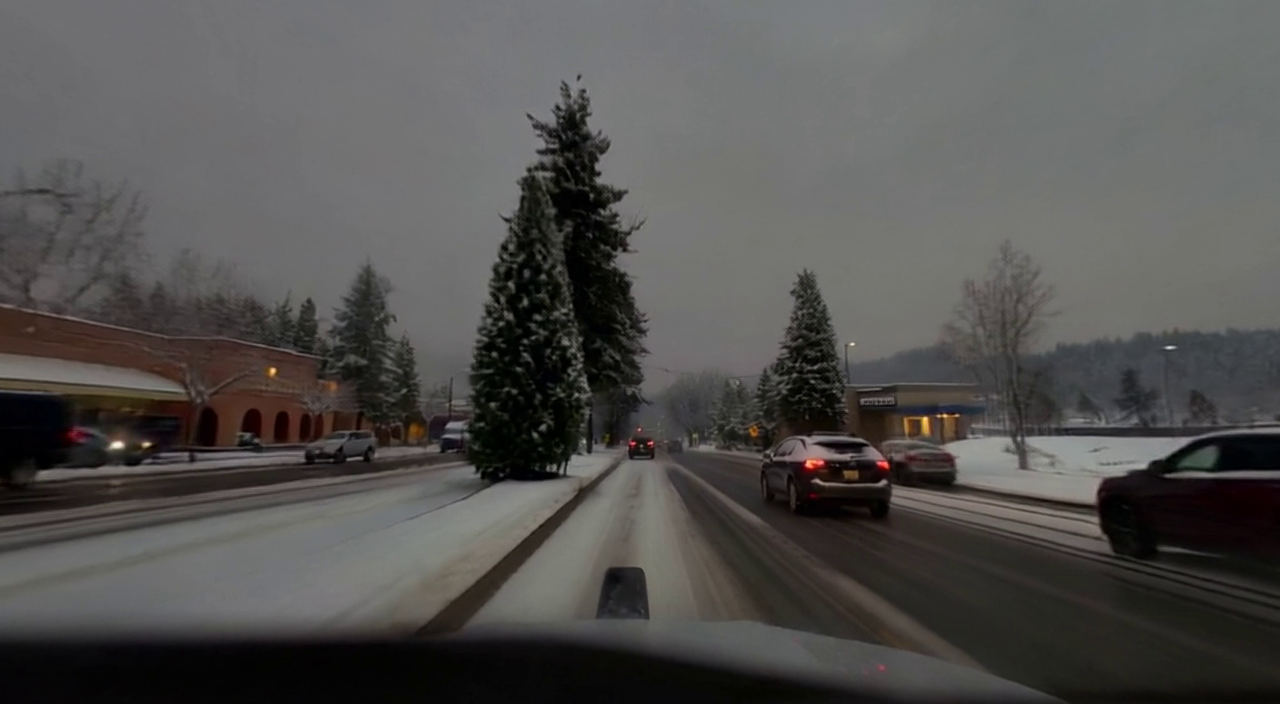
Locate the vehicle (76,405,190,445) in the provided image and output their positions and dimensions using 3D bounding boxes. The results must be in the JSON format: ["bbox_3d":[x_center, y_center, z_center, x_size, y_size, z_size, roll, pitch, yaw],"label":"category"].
[{"bbox_3d":[-26.908,3.922,33.596,4.235,2.032,2.010,0,-9,1],"label":"vehicle"}]

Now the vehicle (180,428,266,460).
[{"bbox_3d":[-25.618,5.700,38.840,3.907,1.800,1.917,-2,-10,2],"label":"vehicle"}]

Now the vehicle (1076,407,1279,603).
[{"bbox_3d":[6.806,1.400,5.797,2.134,1.738,4.833,0,-9,0],"label":"vehicle"}]

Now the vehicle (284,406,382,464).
[{"bbox_3d":[-18.933,5.242,39.419,2.811,3.326,6.083,0,-9,2],"label":"vehicle"}]

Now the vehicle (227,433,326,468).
[{"bbox_3d":[-18.917,5.153,33.121,2.015,1.647,5.085,0,-9,2],"label":"vehicle"}]

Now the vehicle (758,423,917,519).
[{"bbox_3d":[3.876,2.416,13.207,2.072,1.669,3.836,0,-9,0],"label":"vehicle"}]
